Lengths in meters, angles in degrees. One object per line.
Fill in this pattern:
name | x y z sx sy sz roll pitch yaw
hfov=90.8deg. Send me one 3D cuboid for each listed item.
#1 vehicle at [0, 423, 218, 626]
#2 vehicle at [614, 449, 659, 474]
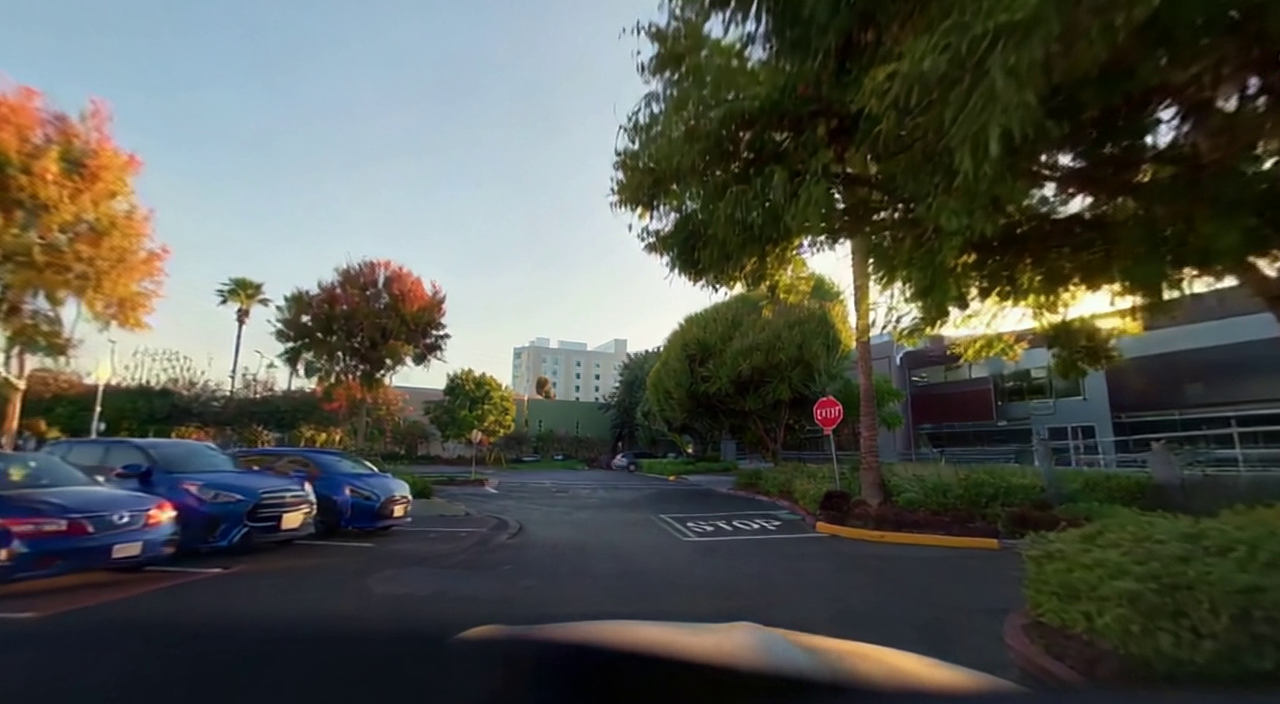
vehicle | -7.375 1.543 6.557 4.416 1.636 2.206 2 -9 7
vehicle | -0.305 7.742 44.985 2.071 1.700 4.367 3 -9 -16
